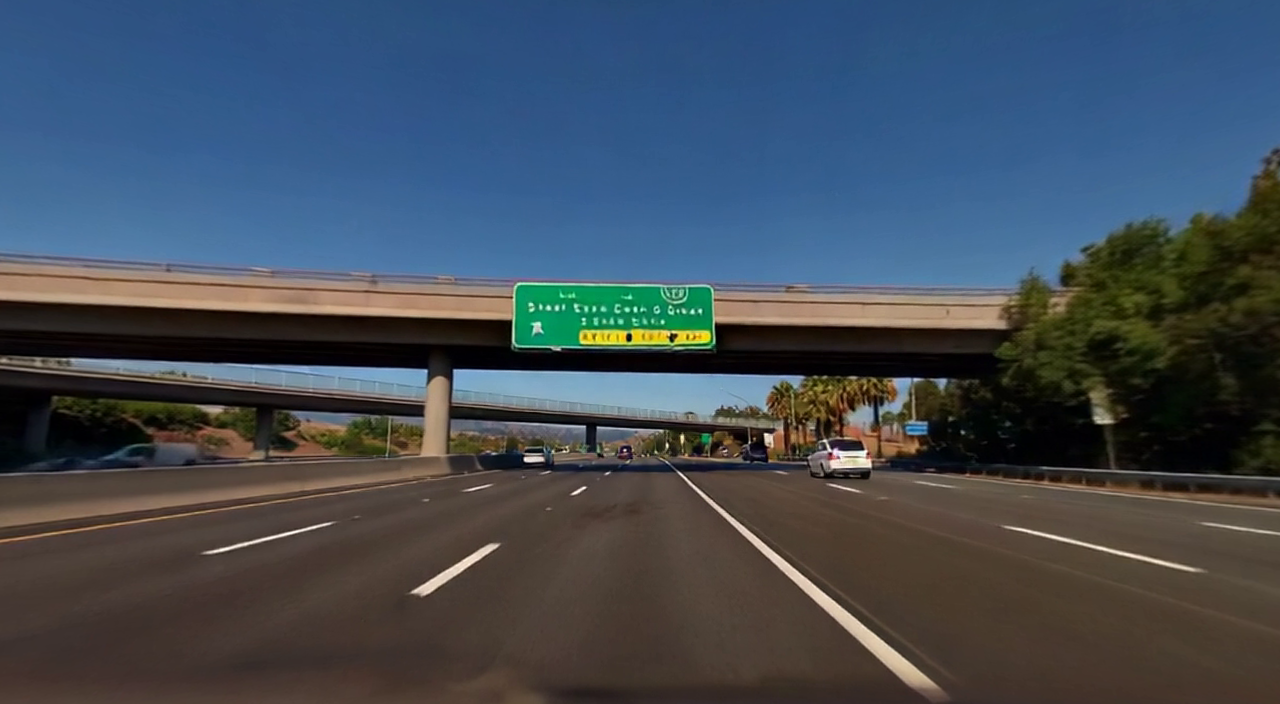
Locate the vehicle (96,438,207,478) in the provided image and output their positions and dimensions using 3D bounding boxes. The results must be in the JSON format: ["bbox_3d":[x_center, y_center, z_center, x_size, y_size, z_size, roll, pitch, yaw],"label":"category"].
[{"bbox_3d":[-25.618,5.571,33.210,2.090,1.946,4.745,0,-9,-2],"label":"vehicle"}]

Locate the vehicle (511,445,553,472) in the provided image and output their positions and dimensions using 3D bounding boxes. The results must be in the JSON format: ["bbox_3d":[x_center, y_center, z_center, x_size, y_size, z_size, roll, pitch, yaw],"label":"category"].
[{"bbox_3d":[-6.928,6.878,40.681,1.935,1.633,3.955,0,-9,1],"label":"vehicle"}]

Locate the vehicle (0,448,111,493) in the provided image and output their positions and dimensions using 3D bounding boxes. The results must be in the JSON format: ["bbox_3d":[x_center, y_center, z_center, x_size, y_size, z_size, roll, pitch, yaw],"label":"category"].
[{"bbox_3d":[-22.414,4.299,23.115,1.854,1.461,4.594,0,-9,0],"label":"vehicle"}]
